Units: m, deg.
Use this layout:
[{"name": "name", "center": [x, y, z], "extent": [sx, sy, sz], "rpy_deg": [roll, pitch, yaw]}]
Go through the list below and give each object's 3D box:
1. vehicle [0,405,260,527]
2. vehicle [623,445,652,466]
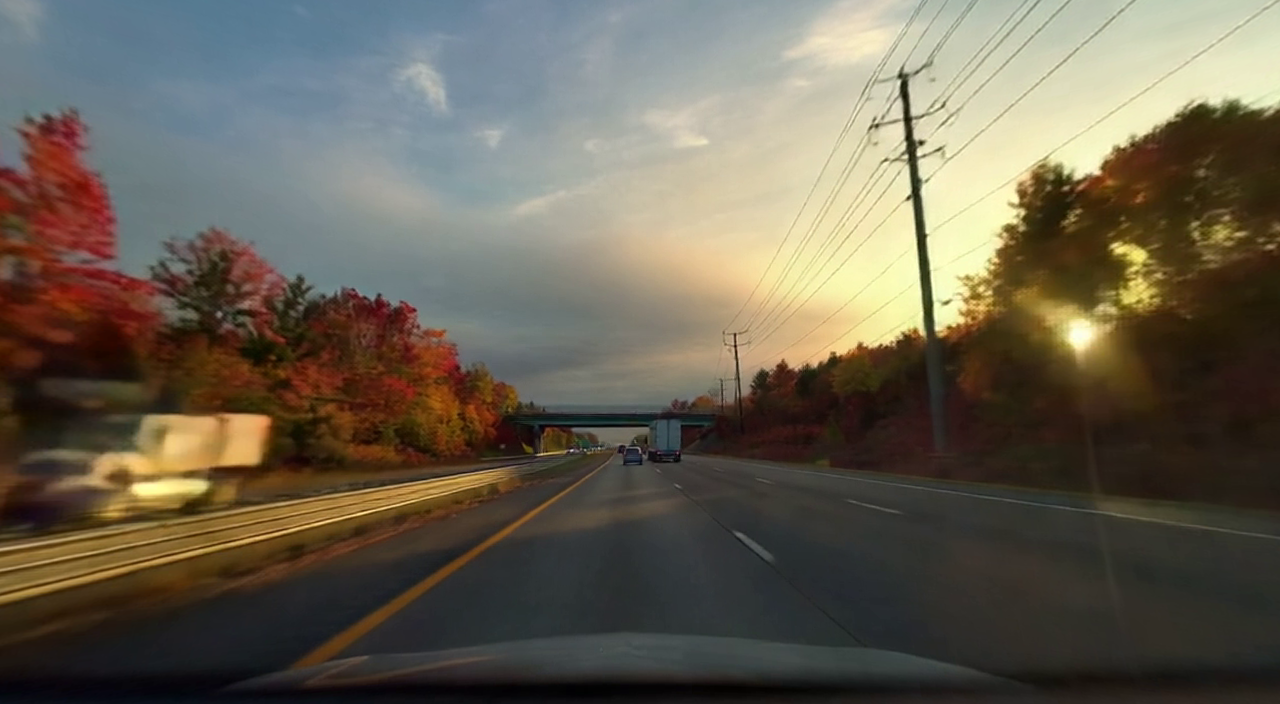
[{"name": "vehicle", "center": [-13.643, 3.007, 17.071], "extent": [2.377, 2.618, 6.692], "rpy_deg": [0, -9, 0]}, {"name": "vehicle", "center": [-0.211, 7.560, 45.846], "extent": [1.961, 1.454, 3.755], "rpy_deg": [0, -9, -2]}]
